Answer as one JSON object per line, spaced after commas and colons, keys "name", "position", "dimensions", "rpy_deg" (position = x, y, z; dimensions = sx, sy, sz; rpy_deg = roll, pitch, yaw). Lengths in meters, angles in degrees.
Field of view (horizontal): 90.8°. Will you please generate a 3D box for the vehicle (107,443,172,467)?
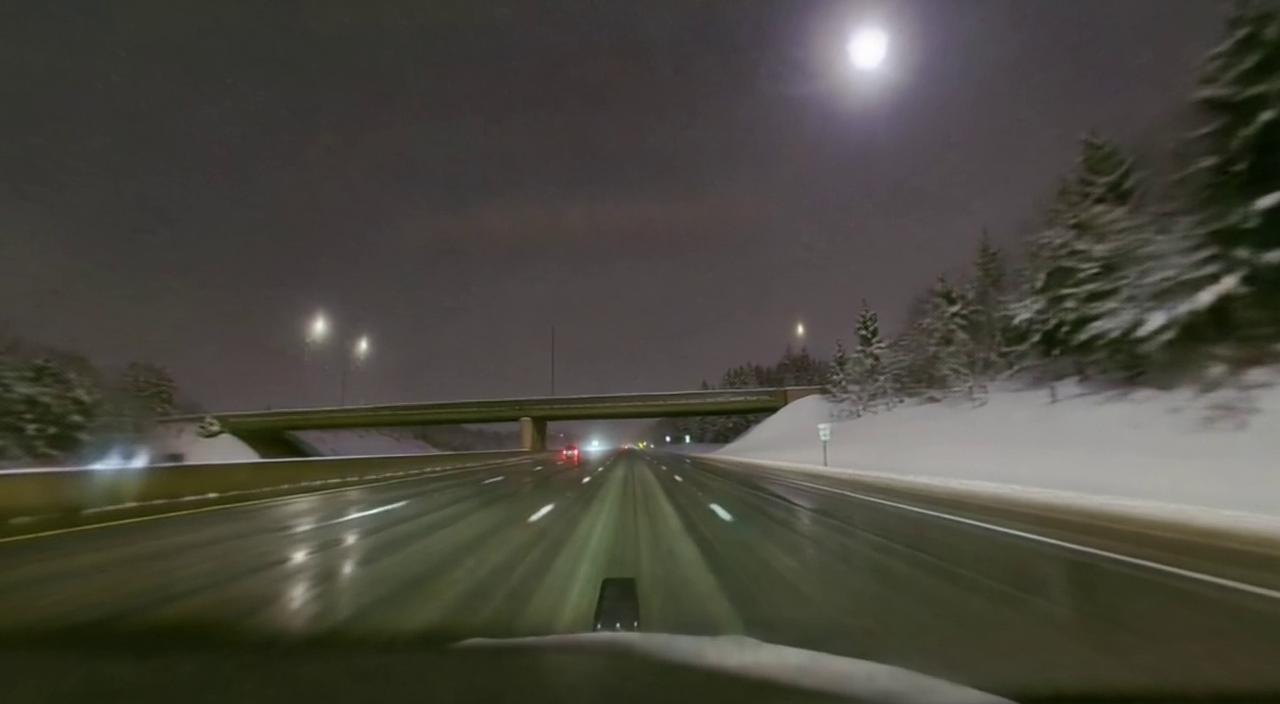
{"name": "vehicle", "position": [-36.223, 7.439, 45.819], "dimensions": [1.844, 1.473, 3.683], "rpy_deg": [-4, -7, -1]}
